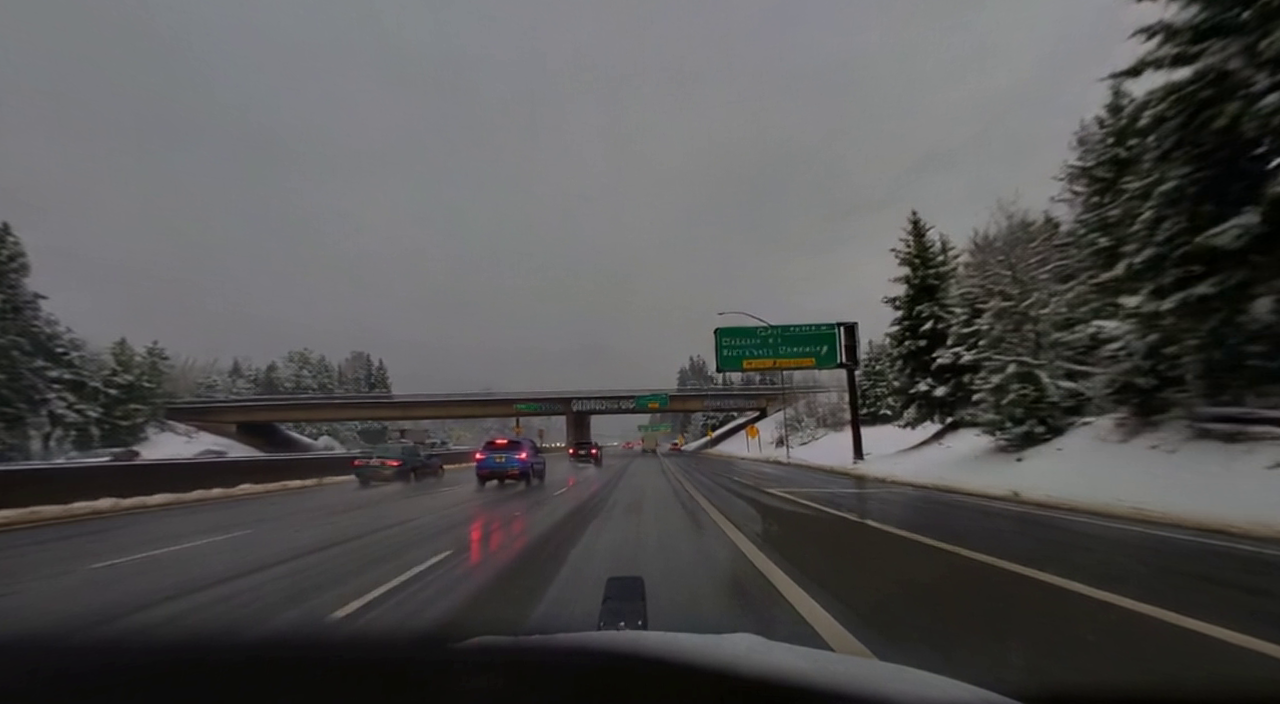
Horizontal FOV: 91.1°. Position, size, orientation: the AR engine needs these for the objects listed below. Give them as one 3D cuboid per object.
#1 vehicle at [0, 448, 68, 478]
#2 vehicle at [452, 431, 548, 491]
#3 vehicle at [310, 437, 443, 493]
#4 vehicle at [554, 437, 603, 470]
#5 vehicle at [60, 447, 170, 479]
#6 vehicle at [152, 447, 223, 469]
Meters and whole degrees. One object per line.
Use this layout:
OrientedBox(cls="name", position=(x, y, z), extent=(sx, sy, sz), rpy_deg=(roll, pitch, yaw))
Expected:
OrientedBox(cls="vehicle", position=(-35.104, 6.172, 35.062), extent=(1.876, 1.525, 4.675), rpy_deg=(1, -9, 0))
OrientedBox(cls="vehicle", position=(-4.189, 3.323, 19.450), extent=(1.969, 1.633, 3.962), rpy_deg=(1, -9, 1))
OrientedBox(cls="vehicle", position=(-7.746, 3.353, 19.056), extent=(1.917, 1.449, 4.727), rpy_deg=(1, -9, 1))
OrientedBox(cls="vehicle", position=(-3.314, 5.575, 34.608), extent=(2.154, 1.693, 4.394), rpy_deg=(1, -9, 1))
OrientedBox(cls="vehicle", position=(-27.627, 5.805, 33.239), extent=(1.879, 1.550, 4.421), rpy_deg=(0, -9, 1))
OrientedBox(cls="vehicle", position=(-34.704, 8.118, 48.322), extent=(1.856, 1.611, 4.750), rpy_deg=(0, -9, 1))
